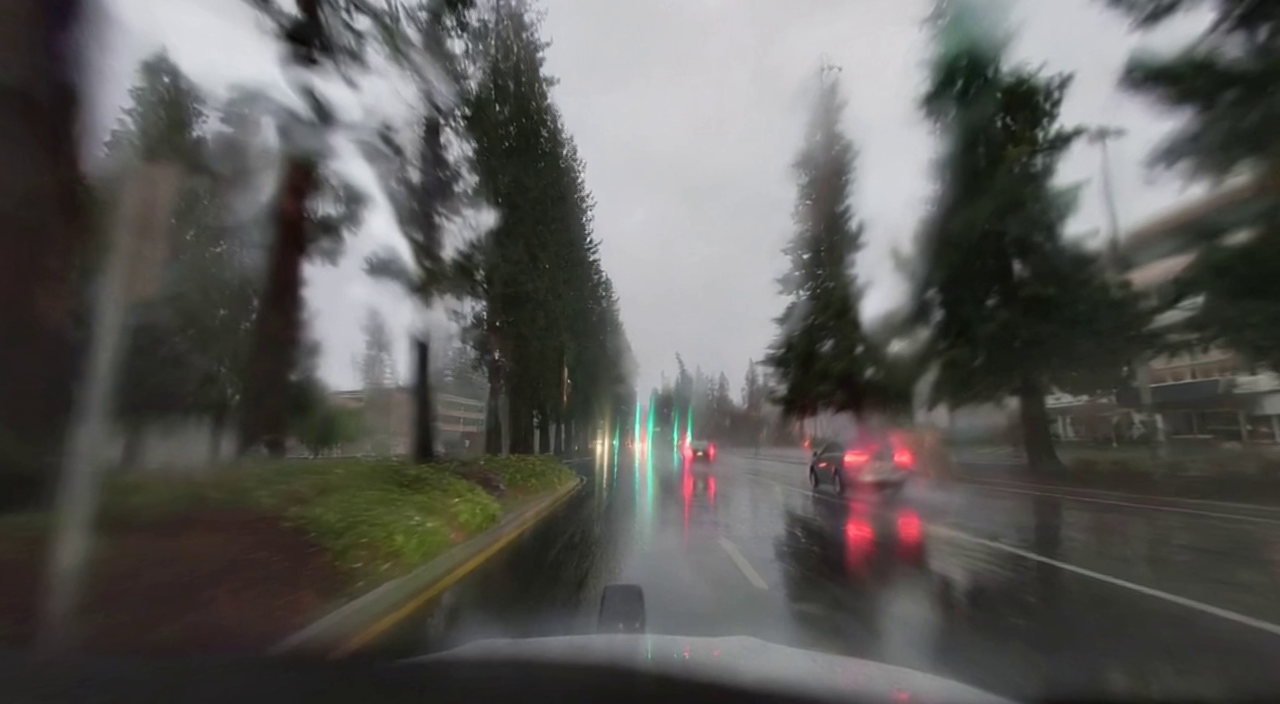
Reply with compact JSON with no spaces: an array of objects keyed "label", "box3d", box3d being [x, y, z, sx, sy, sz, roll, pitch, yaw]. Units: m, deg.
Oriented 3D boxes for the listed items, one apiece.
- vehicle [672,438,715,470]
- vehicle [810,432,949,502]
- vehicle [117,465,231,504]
[{"label":"vehicle","box3d":[3.104,6.061,37.607,2.095,1.759,4.862,0,-9,-1]},{"label":"vehicle","box3d":[6.193,3.014,16.954,2.000,1.618,4.238,0,-9,-1]},{"label":"vehicle","box3d":[-21.497,6.106,29.428,1.900,1.479,4.520,0,-9,0]}]
